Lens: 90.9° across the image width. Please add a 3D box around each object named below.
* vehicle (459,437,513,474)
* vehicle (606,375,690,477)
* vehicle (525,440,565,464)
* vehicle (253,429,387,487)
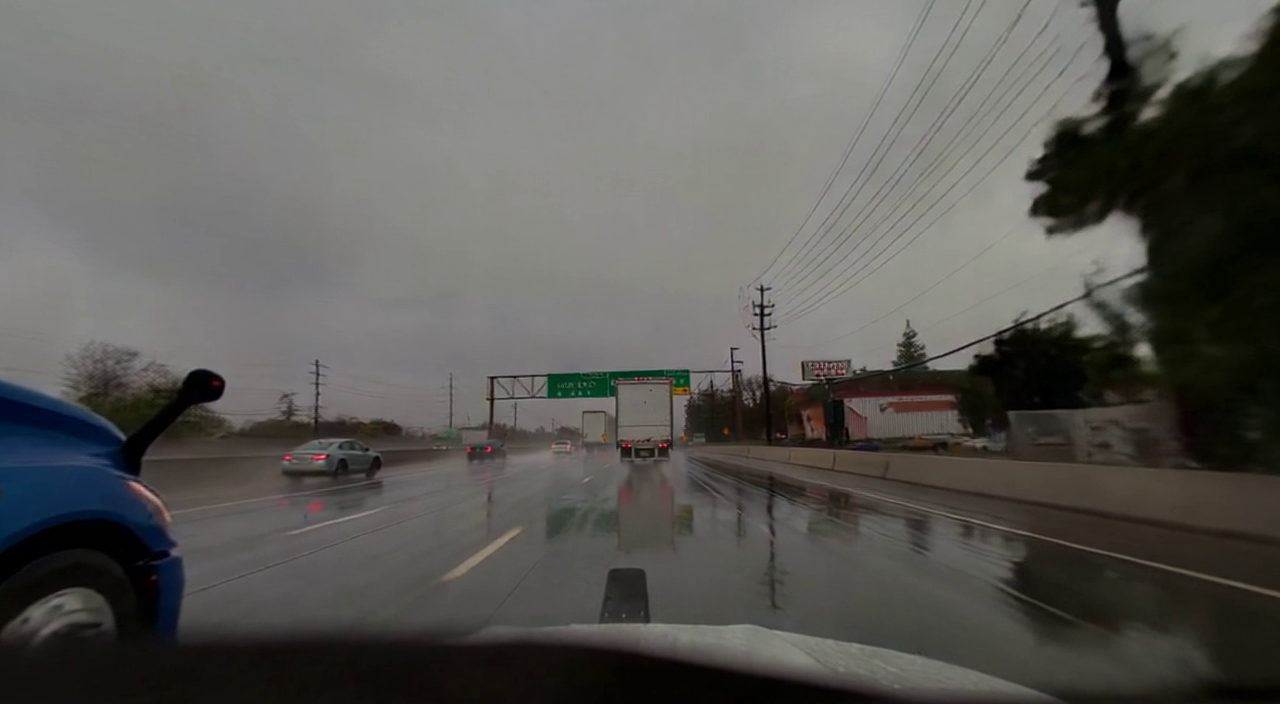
[{"bbox_3d":[-6.970,4.694,28.768,1.736,1.580,2.778,0,-9,0],"label":"vehicle"},{"bbox_3d":[0.222,3.335,27.215,2.941,3.604,9.851,0,-9,-1],"label":"vehicle"},{"bbox_3d":[-5.914,6.284,39.737,1.933,1.459,4.478,0,-9,-1],"label":"vehicle"},{"bbox_3d":[-10.890,3.643,21.945,2.046,1.779,4.752,0,-9,1],"label":"vehicle"}]
